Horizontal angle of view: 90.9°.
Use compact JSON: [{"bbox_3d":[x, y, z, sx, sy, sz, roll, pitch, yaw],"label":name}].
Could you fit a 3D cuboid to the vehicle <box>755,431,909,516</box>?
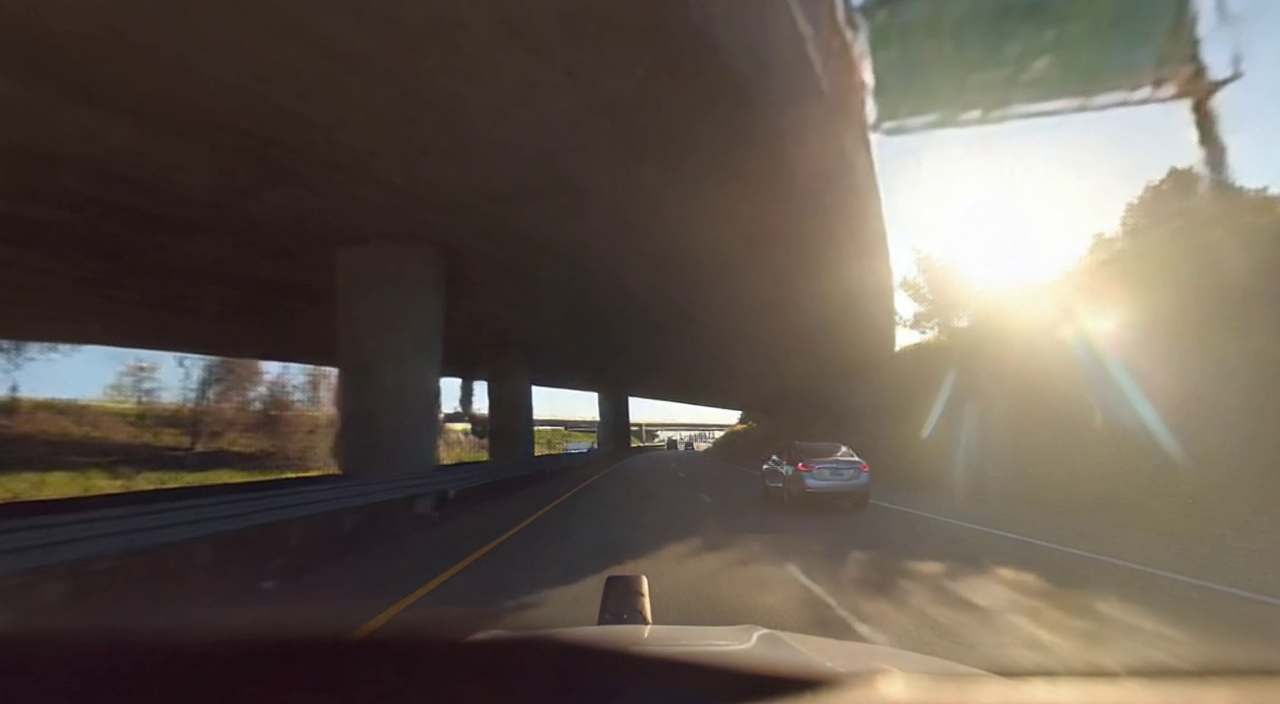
[{"bbox_3d":[3.875,2.530,13.558,1.997,1.515,4.025,0,-9,0],"label":"vehicle"}]
